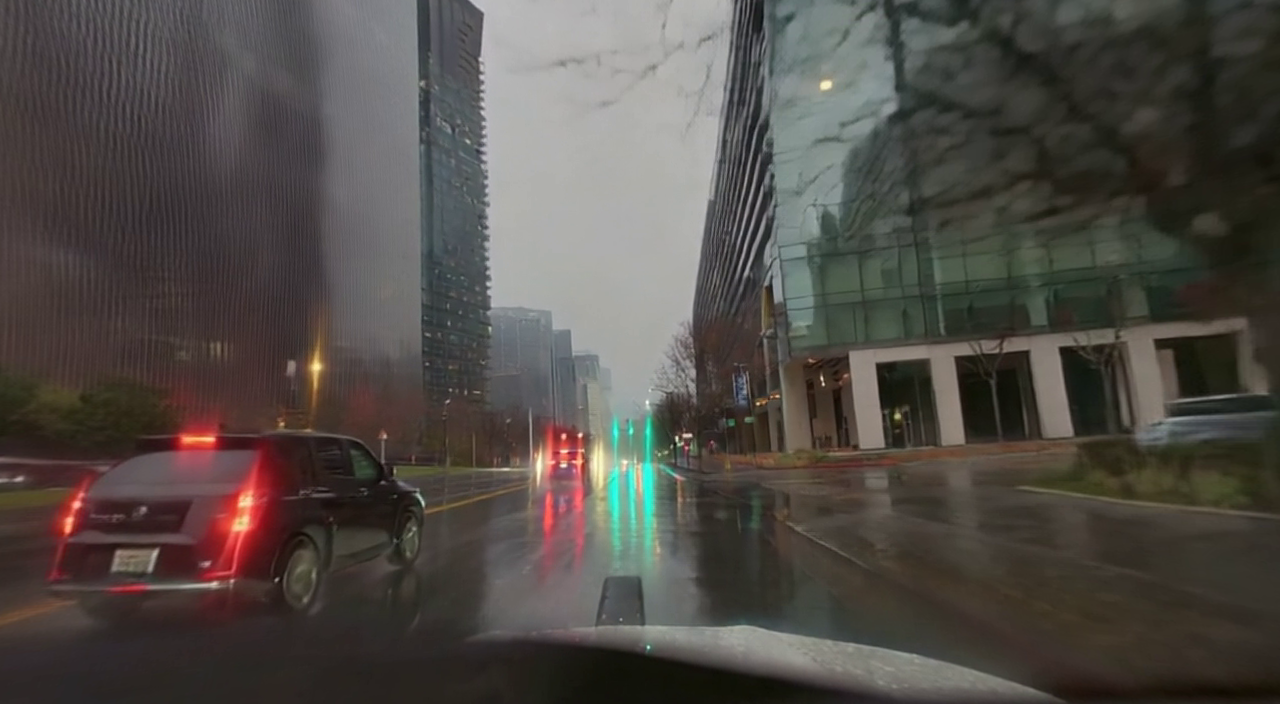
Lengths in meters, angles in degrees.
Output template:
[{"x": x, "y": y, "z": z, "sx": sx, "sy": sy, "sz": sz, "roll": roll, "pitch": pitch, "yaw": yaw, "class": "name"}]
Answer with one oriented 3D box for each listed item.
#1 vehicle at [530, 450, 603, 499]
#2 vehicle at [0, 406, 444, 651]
[{"x": -2.997, "y": 5.201, "z": 26.898, "sx": 2.384, "sy": 1.849, "sz": 5.009, "roll": -1, "pitch": -11, "yaw": 2, "class": "vehicle"}, {"x": -4.041, "y": 1.704, "z": 6.918, "sx": 2.169, "sy": 1.741, "sz": 4.588, "roll": -1, "pitch": -11, "yaw": 2, "class": "vehicle"}]
